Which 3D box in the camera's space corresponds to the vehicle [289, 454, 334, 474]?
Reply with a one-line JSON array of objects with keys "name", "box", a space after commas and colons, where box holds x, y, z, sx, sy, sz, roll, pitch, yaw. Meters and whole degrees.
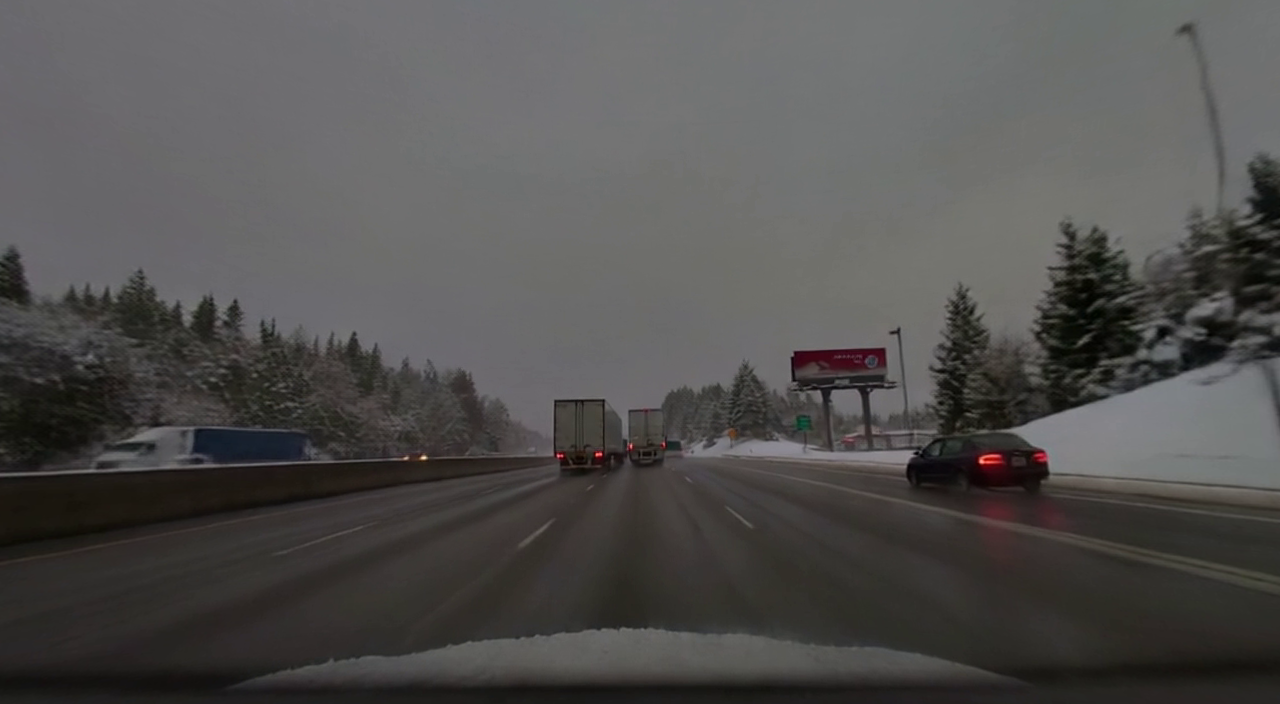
[{"name": "vehicle", "box": [-25.347, 8.636, 48.770, 1.526, 1.405, 3.436, -1, -8, 2]}]

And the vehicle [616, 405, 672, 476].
[{"name": "vehicle", "box": [0.204, 5.690, 41.434, 3.054, 3.944, 11.230, -2, -7, 0]}]

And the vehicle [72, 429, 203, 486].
[{"name": "vehicle", "box": [-35.971, 7.544, 45.630, 3.034, 3.749, 7.583, -1, -8, 0]}]

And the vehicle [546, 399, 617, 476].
[{"name": "vehicle", "box": [-3.232, 5.292, 38.529, 2.962, 3.947, 11.574, -1, -8, 1]}]

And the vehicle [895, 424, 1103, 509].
[{"name": "vehicle", "box": [7.612, 2.470, 14.032, 1.969, 1.560, 4.394, 0, -8, -1]}]

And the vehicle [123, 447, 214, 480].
[{"name": "vehicle", "box": [-32.086, 7.587, 43.149, 2.106, 2.068, 5.160, -1, -8, 2]}]
